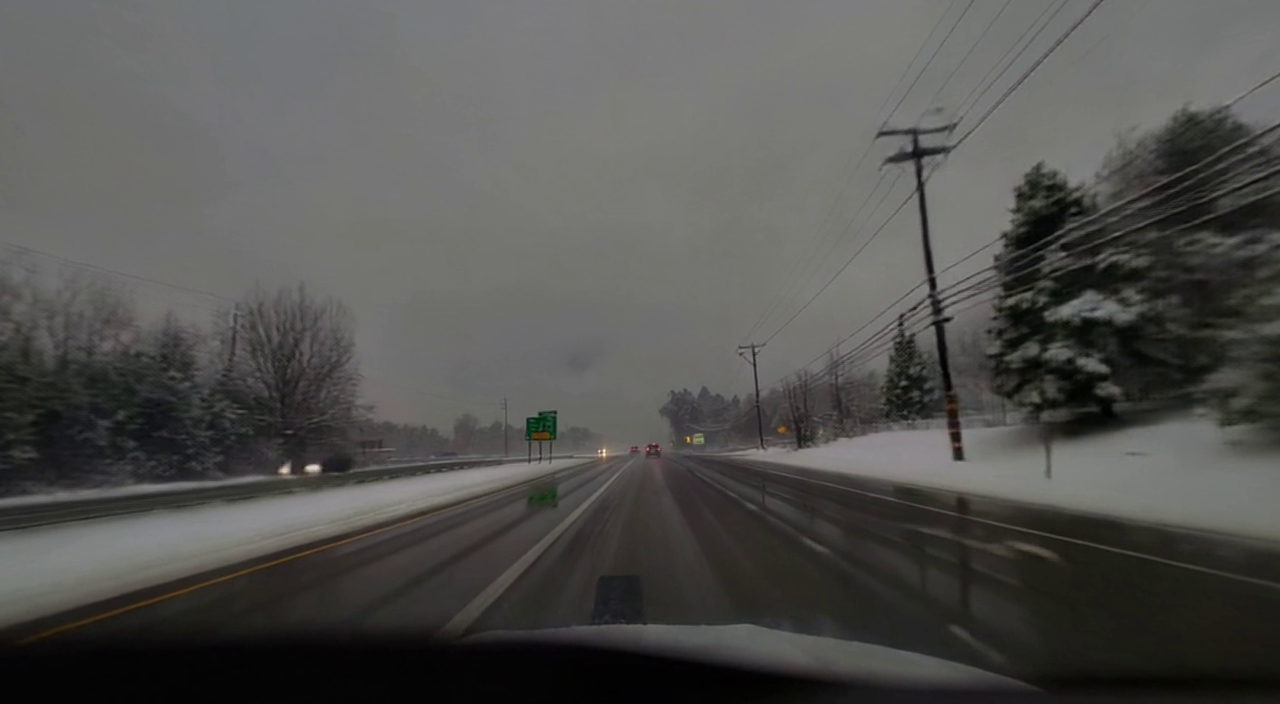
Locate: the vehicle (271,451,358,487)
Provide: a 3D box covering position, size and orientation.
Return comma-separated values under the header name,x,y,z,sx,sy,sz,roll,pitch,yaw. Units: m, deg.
name,x,y,z,sx,sy,sz,roll,pitch,yaw
vehicle,-16.496,5.913,32.244,1.898,1.651,4.510,-1,-8,2
